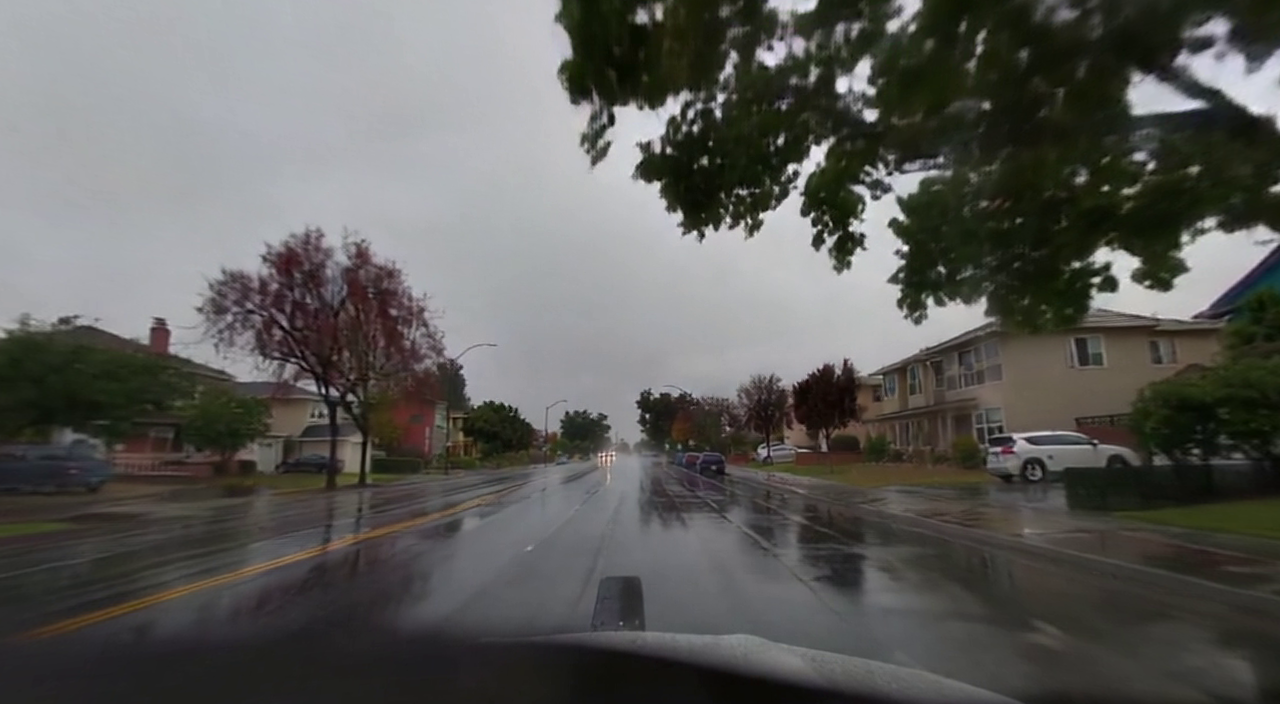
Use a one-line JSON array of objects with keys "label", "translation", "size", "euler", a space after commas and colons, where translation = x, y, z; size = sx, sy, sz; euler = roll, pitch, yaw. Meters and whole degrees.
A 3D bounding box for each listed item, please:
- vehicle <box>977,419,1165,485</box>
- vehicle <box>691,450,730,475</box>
[{"label": "vehicle", "translation": [14.010, 3.237, 20.754], "size": [4.682, 1.956, 2.001], "euler": [-1, -6, -2]}, {"label": "vehicle", "translation": [4.748, 7.531, 43.135], "size": [1.971, 1.558, 4.895], "euler": [0, -10, -1]}]
